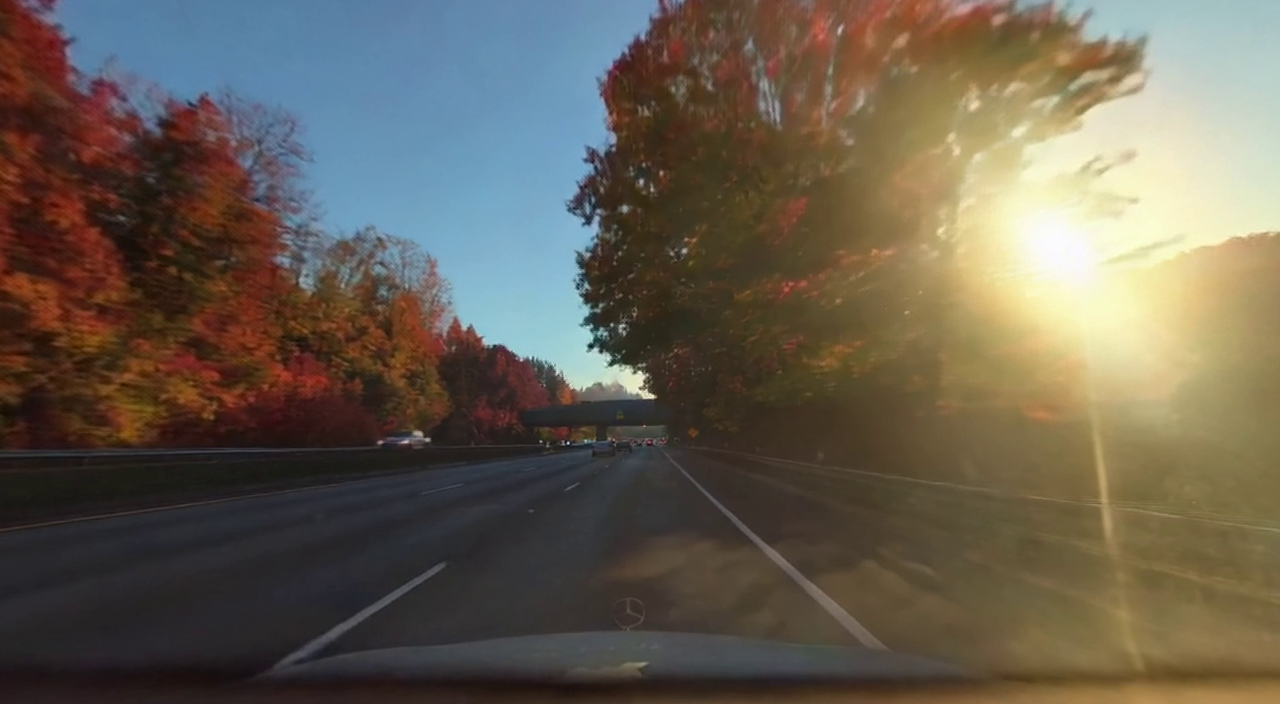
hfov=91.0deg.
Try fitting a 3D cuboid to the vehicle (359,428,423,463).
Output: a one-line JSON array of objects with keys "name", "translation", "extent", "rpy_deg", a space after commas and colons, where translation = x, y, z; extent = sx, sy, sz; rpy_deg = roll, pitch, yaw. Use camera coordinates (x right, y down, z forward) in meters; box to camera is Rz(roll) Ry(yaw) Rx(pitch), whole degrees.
[{"name": "vehicle", "translation": [-18.530, 6.995, 47.212], "extent": [2.280, 2.481, 5.795], "rpy_deg": [0, -8, 2]}]
